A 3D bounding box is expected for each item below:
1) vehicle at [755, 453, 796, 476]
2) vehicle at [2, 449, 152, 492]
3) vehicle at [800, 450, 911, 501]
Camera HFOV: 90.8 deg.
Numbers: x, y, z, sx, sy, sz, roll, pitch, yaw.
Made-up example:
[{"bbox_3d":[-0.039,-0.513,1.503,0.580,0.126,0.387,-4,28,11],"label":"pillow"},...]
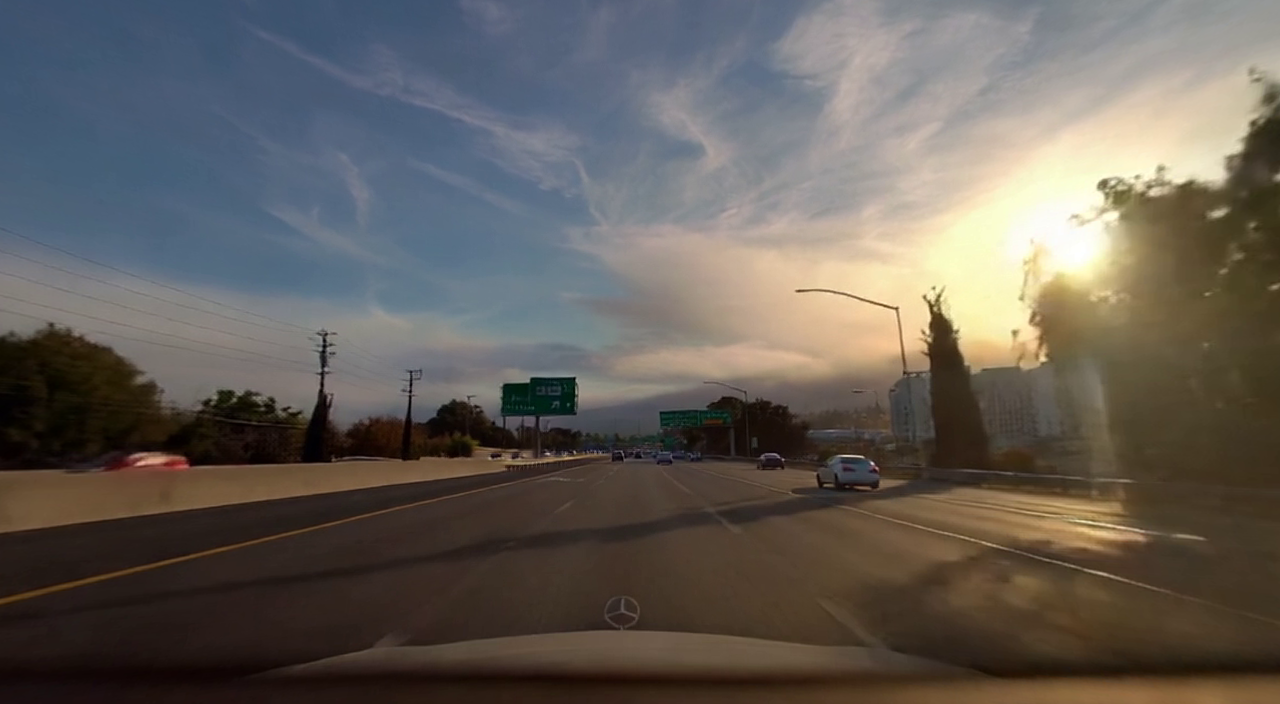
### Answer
[{"bbox_3d":[9.487,7.896,44.564,1.878,1.509,4.327,0,-9,0],"label":"vehicle"},{"bbox_3d":[-22.824,4.788,25.921,1.914,1.615,4.545,0,-9,0],"label":"vehicle"},{"bbox_3d":[7.027,4.065,21.254,1.861,1.500,4.860,0,-9,-2],"label":"vehicle"}]
